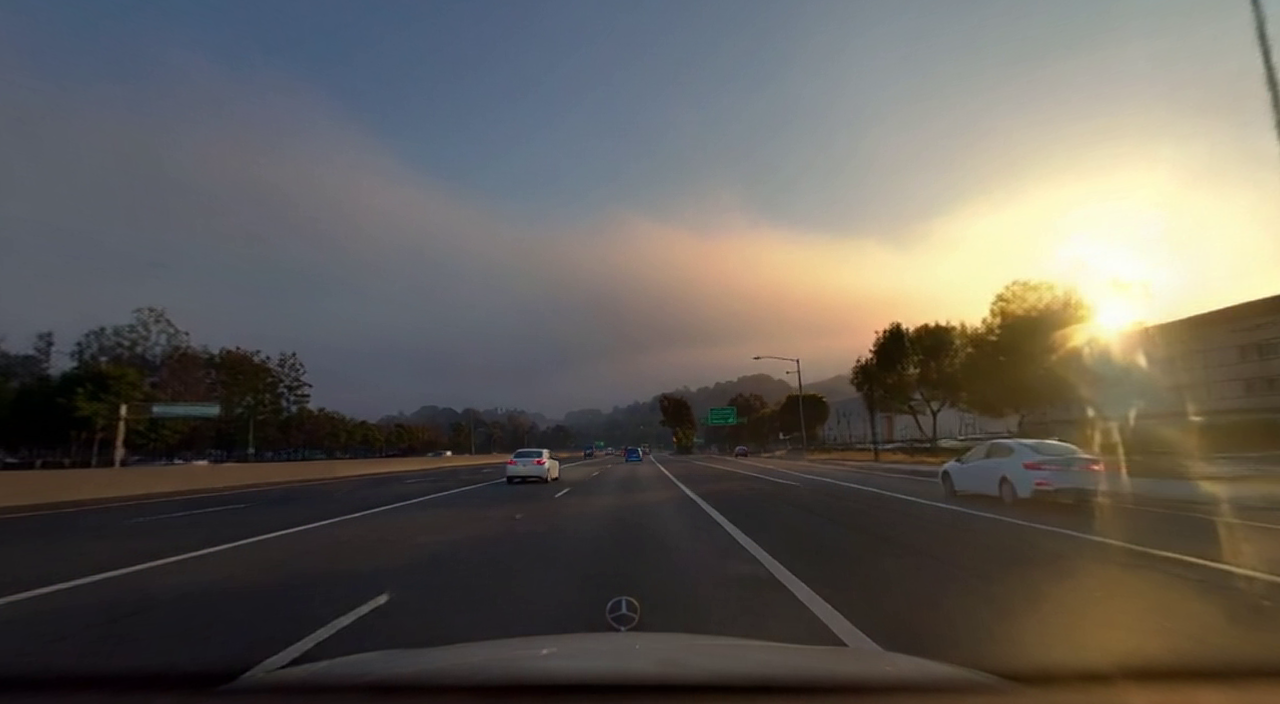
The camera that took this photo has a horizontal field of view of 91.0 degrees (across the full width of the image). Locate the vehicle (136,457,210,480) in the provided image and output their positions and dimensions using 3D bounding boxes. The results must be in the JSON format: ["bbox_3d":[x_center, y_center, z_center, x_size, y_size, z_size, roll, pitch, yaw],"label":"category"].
[{"bbox_3d":[-36.292,9.063,49.123,1.951,1.658,4.862,0,-9,2],"label":"vehicle"}]

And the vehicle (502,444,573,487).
[{"bbox_3d":[-4.019,4.536,25.447,2.071,1.553,4.388,0,-9,1],"label":"vehicle"}]

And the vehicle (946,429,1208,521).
[{"bbox_3d":[8.900,2.557,13.673,2.035,1.566,5.409,0,-9,3],"label":"vehicle"}]
